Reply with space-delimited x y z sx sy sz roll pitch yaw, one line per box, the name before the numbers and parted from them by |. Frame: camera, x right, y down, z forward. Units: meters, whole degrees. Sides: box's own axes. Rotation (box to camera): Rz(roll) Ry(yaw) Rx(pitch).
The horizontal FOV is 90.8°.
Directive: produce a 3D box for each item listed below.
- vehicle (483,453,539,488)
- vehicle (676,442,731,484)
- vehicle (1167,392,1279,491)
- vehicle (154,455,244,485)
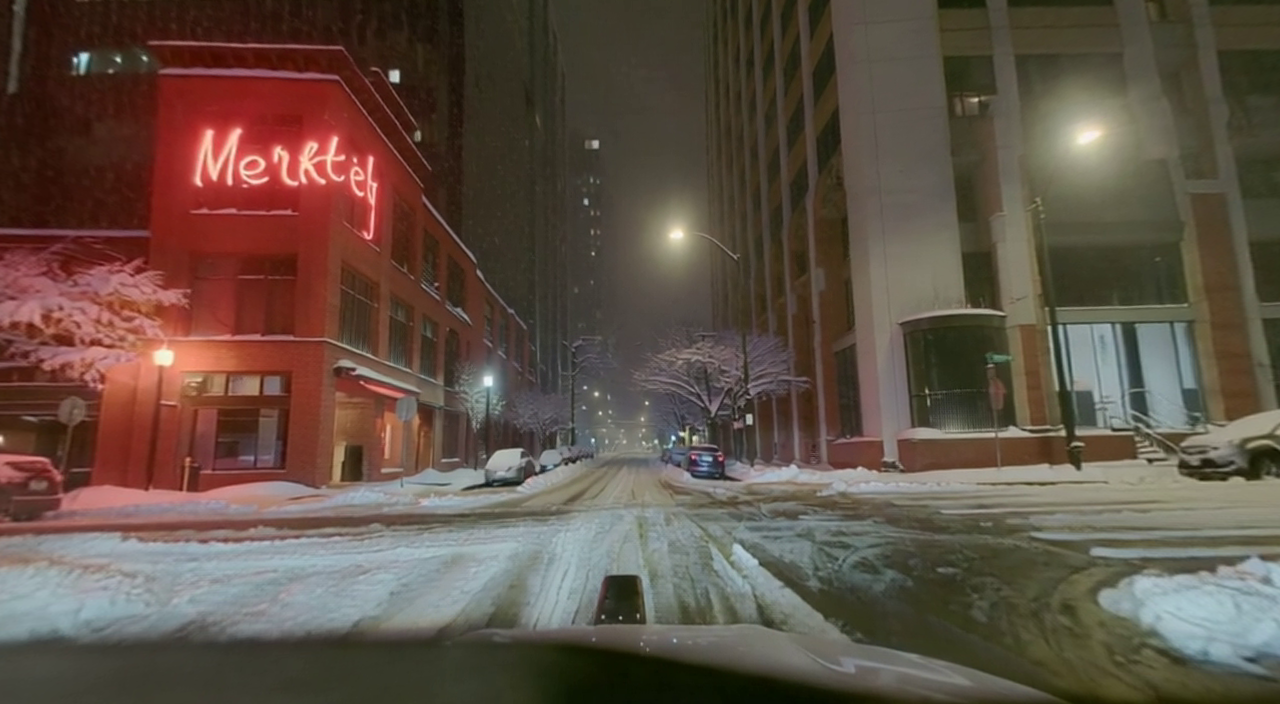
vehicle | -5.864 5.427 29.215 1.864 1.447 3.887 0 -8 -2
vehicle | 2.726 4.885 28.051 1.917 1.680 4.500 0 -8 0
vehicle | 18.762 2.522 17.902 5.384 2.586 2.358 0 -8 0
vehicle | -24.082 6.429 34.593 3.618 1.412 1.587 -1 -9 -7
